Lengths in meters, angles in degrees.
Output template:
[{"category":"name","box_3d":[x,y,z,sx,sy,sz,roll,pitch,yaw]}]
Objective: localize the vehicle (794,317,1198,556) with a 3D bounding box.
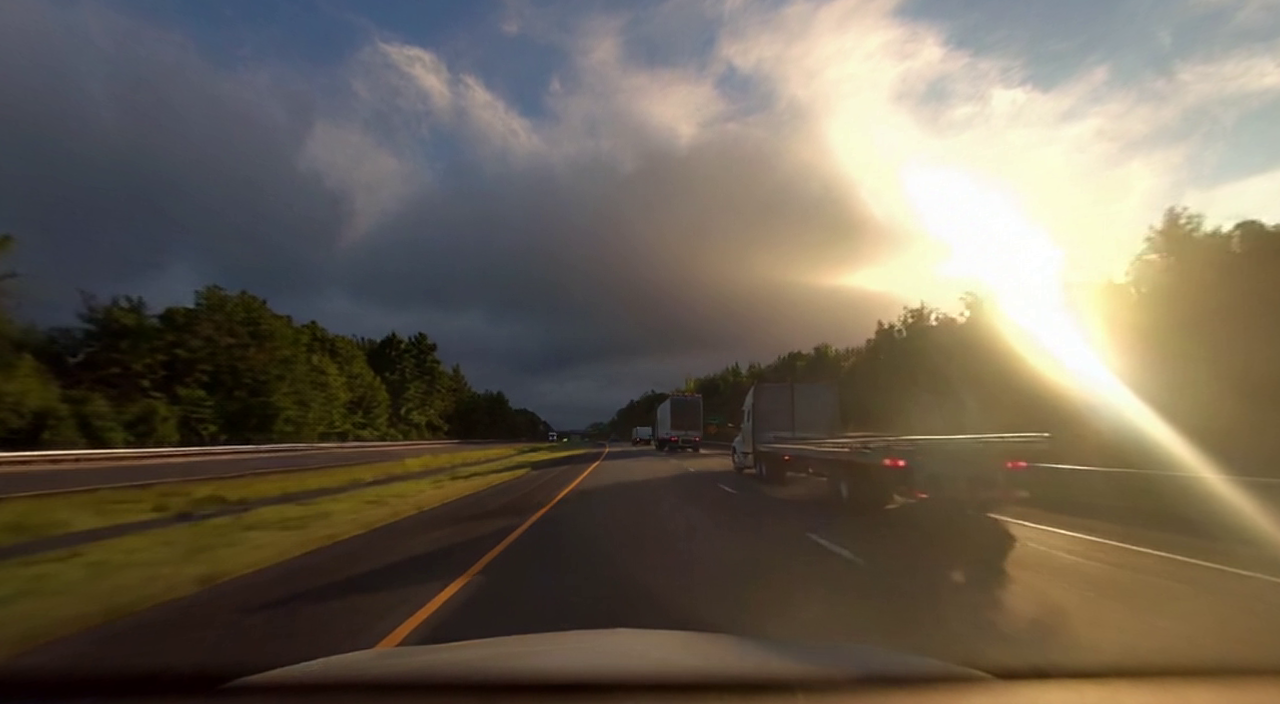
[{"category":"vehicle","box_3d":[4.847,1.360,10.421,2.741,2.716,6.323,0,-8,-2]}]

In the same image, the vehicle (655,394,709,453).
[{"category":"vehicle","box_3d":[3.048,5.768,49.826,2.974,4.003,12.849,1,-8,-2]}]
